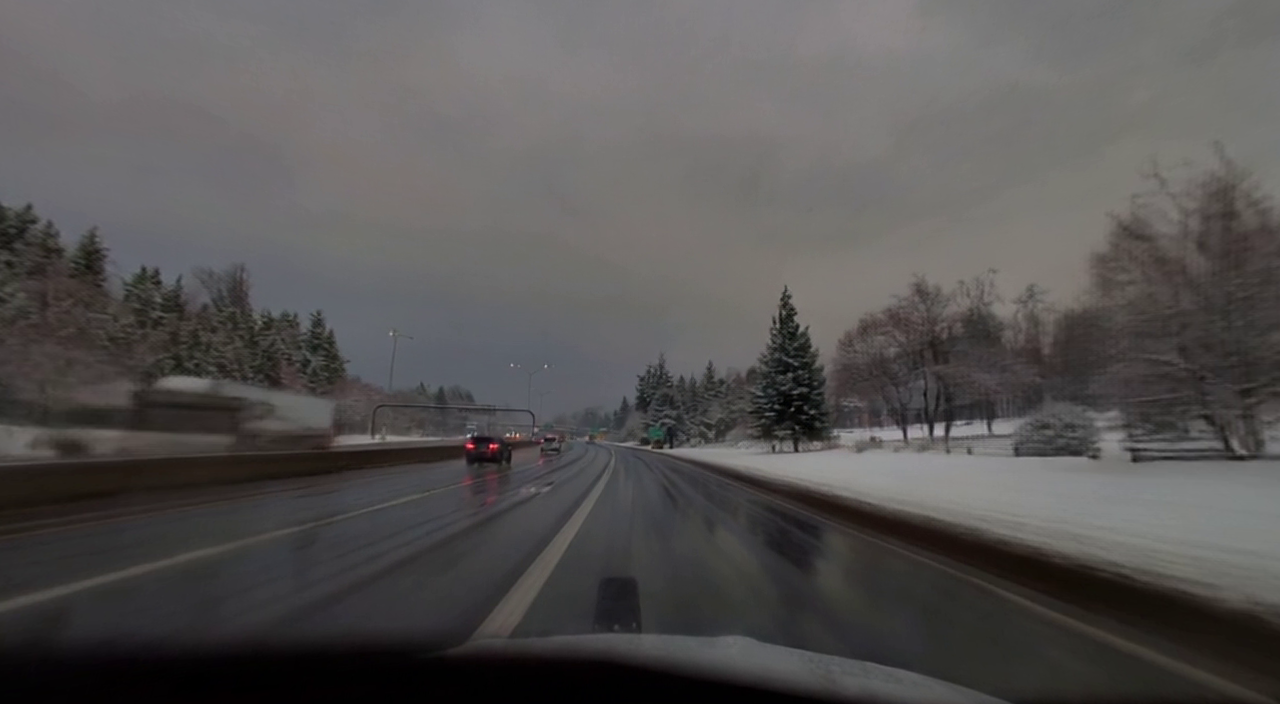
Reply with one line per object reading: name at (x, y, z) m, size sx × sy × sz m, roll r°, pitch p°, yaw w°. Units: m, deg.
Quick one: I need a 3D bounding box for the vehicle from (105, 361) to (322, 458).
vehicle at (-25.329, 4.136, 39.258) m, size 2.985 × 4.013 × 15.061 m, roll 6°, pitch -12°, yaw 0°

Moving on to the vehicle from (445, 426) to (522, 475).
vehicle at (-6.680, 4.255, 27.512) m, size 2.188 × 1.896 × 4.810 m, roll 0°, pitch -8°, yaw -1°

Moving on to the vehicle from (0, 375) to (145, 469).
vehicle at (-18.198, 2.138, 18.701) m, size 2.308 × 2.474 × 5.555 m, roll 0°, pitch -8°, yaw 1°

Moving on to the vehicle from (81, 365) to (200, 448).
vehicle at (-25.131, 2.821, 31.825) m, size 3.013 × 3.630 × 2.793 m, roll 6°, pitch -11°, yaw -3°
